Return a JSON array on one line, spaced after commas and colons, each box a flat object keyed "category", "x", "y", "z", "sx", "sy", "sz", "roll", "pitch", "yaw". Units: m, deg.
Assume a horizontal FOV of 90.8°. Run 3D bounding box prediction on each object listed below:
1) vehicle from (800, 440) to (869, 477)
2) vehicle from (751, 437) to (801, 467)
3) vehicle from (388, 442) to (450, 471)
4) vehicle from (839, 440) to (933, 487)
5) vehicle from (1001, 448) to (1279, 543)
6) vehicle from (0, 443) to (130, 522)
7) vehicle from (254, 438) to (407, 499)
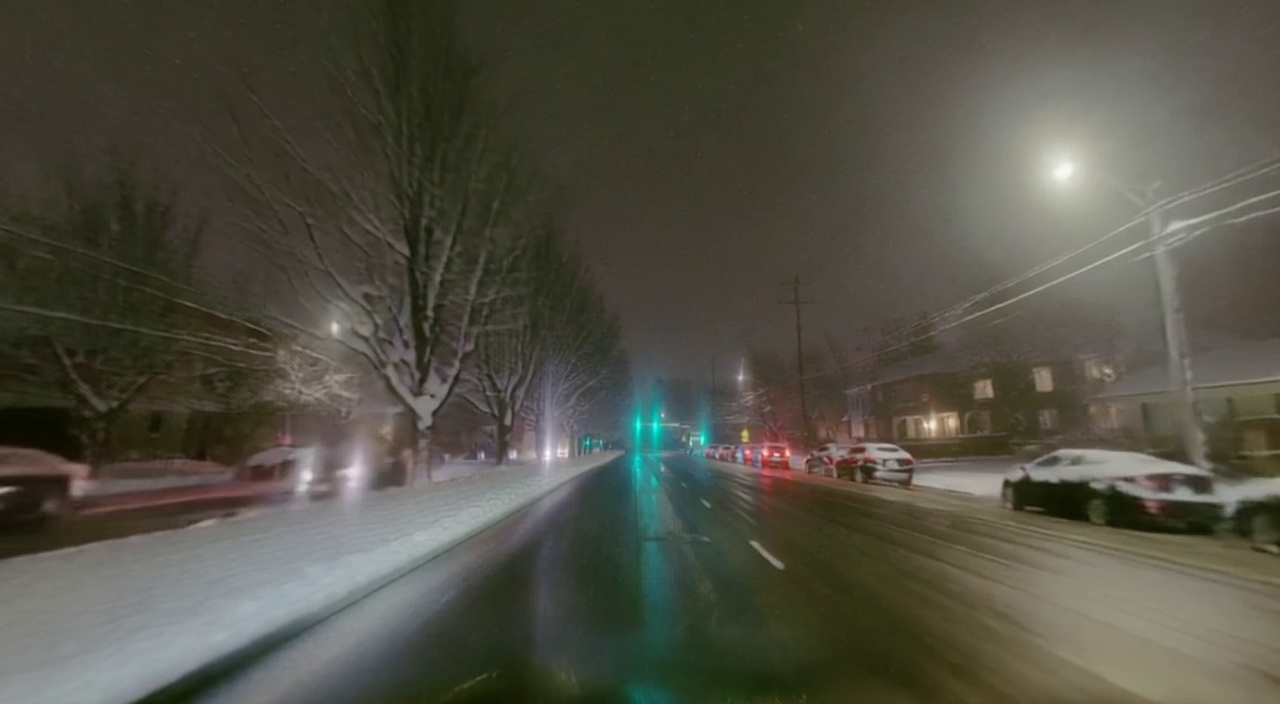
[{"category": "vehicle", "x": 9.567, "y": 5.244, "z": 31.407, "sx": 1.949, "sy": 1.698, "sz": 4.351, "roll": 0, "pitch": -8, "yaw": -1}, {"category": "vehicle", "x": 9.604, "y": 7.093, "z": 45.074, "sx": 2.209, "sy": 1.982, "sz": 5.787, "roll": 0, "pitch": -8, "yaw": 0}, {"category": "vehicle", "x": -12.277, "y": 5.831, "z": 35.444, "sx": 1.874, "sy": 1.475, "sz": 4.453, "roll": 0, "pitch": -8, "yaw": 0}, {"category": "vehicle", "x": 9.689, "y": 4.410, "z": 25.322, "sx": 1.885, "sy": 1.685, "sz": 4.430, "roll": 0, "pitch": -8, "yaw": -2}, {"category": "vehicle", "x": 9.534, "y": 2.659, "z": 12.506, "sx": 1.918, "sy": 1.454, "sz": 4.683, "roll": 0, "pitch": -8, "yaw": -1}, {"category": "vehicle", "x": -12.608, "y": 2.506, "z": 12.343, "sx": 1.769, "sy": 1.418, "sz": 4.173, "roll": 0, "pitch": -8, "yaw": 0}, {"category": "vehicle", "x": -8.571, "y": 3.239, "z": 18.094, "sx": 1.979, "sy": 1.484, "sz": 4.711, "roll": 0, "pitch": -8, "yaw": 1}]
